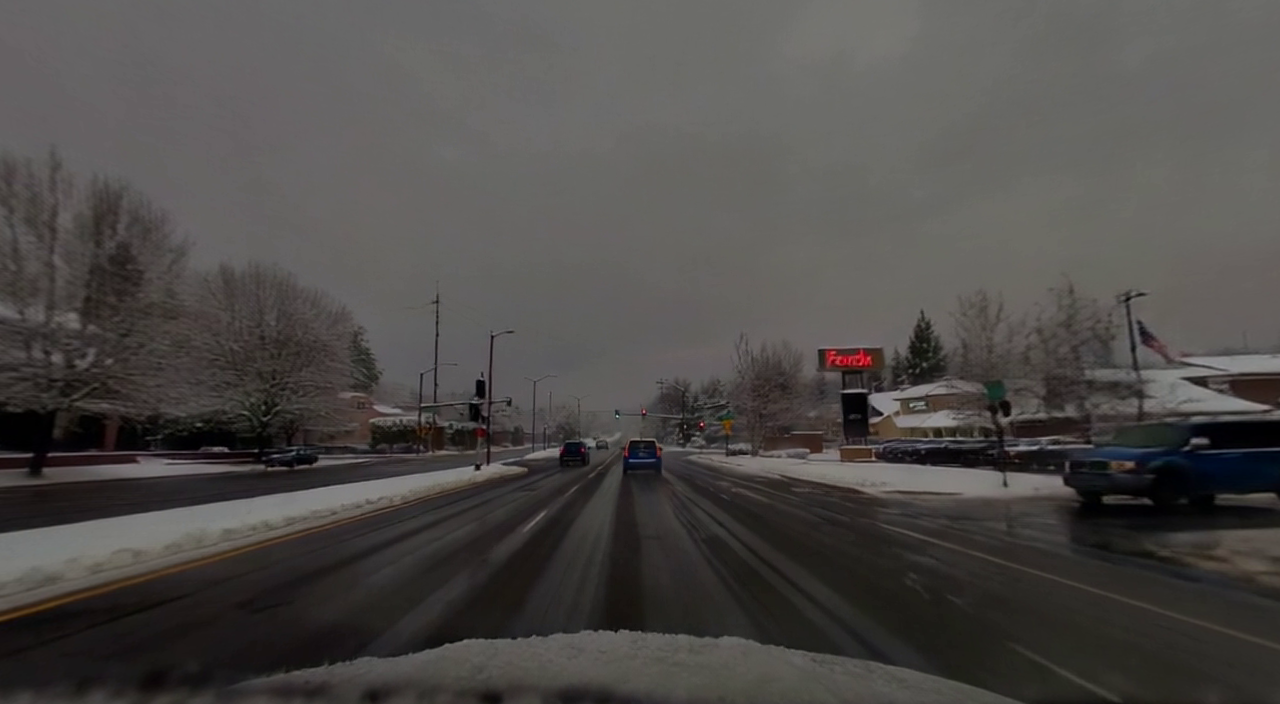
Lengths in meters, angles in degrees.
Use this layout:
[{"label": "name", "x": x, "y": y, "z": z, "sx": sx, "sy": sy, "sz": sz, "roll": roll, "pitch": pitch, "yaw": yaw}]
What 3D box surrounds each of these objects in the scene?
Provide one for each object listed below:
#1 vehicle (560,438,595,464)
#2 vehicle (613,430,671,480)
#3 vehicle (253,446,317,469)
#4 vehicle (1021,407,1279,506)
[{"label": "vehicle", "x": -4.558, "y": 7.297, "z": 46.669, "sx": 2.202, "sy": 1.856, "sz": 4.516, "roll": 0, "pitch": -9, "yaw": -1}, {"label": "vehicle", "x": 0.026, "y": 4.382, "z": 27.172, "sx": 2.273, "sy": 1.909, "sz": 5.075, "roll": 0, "pitch": -9, "yaw": -1}, {"label": "vehicle", "x": -26.405, "y": 7.868, "z": 47.185, "sx": 2.031, "sy": 1.622, "sz": 4.722, "roll": 0, "pitch": -9, "yaw": 1}, {"label": "vehicle", "x": 11.385, "y": 2.141, "z": 13.072, "sx": 5.506, "sy": 1.850, "sz": 2.156, "roll": 0, "pitch": -9, "yaw": 1}]
